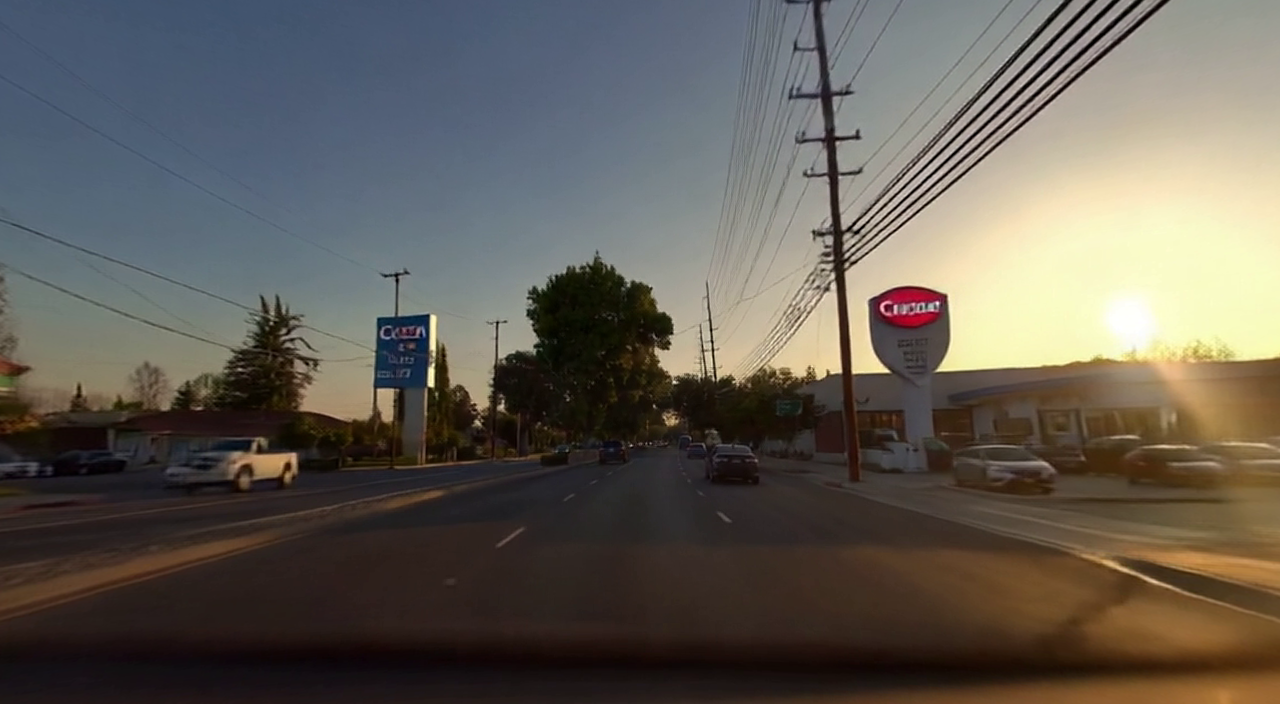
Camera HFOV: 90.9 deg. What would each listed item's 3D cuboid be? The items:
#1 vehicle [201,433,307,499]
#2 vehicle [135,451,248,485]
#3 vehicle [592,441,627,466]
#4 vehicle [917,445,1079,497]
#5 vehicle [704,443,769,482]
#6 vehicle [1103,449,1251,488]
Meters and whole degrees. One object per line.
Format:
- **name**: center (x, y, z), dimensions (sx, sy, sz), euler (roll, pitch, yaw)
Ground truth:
- **vehicle**: center (-12.989, 3.814, 21.624), dimensions (2.358, 1.904, 5.603), euler (4, -9, -25)
- **vehicle**: center (-22.752, 5.847, 32.001), dimensions (4.739, 1.607, 2.045), euler (-3, -9, 16)
- **vehicle**: center (-2.073, 7.087, 44.144), dimensions (2.047, 1.664, 4.148), euler (0, -9, 2)
- **vehicle**: center (11.533, 3.827, 20.492), dimensions (4.144, 1.540, 1.913), euler (1, -7, -5)
- **vehicle**: center (3.869, 4.494, 25.966), dimensions (1.978, 1.455, 4.195), euler (0, -9, 0)
- **vehicle**: center (21.571, 4.657, 25.387), dimensions (4.779, 1.429, 1.844), euler (2, -9, -11)
